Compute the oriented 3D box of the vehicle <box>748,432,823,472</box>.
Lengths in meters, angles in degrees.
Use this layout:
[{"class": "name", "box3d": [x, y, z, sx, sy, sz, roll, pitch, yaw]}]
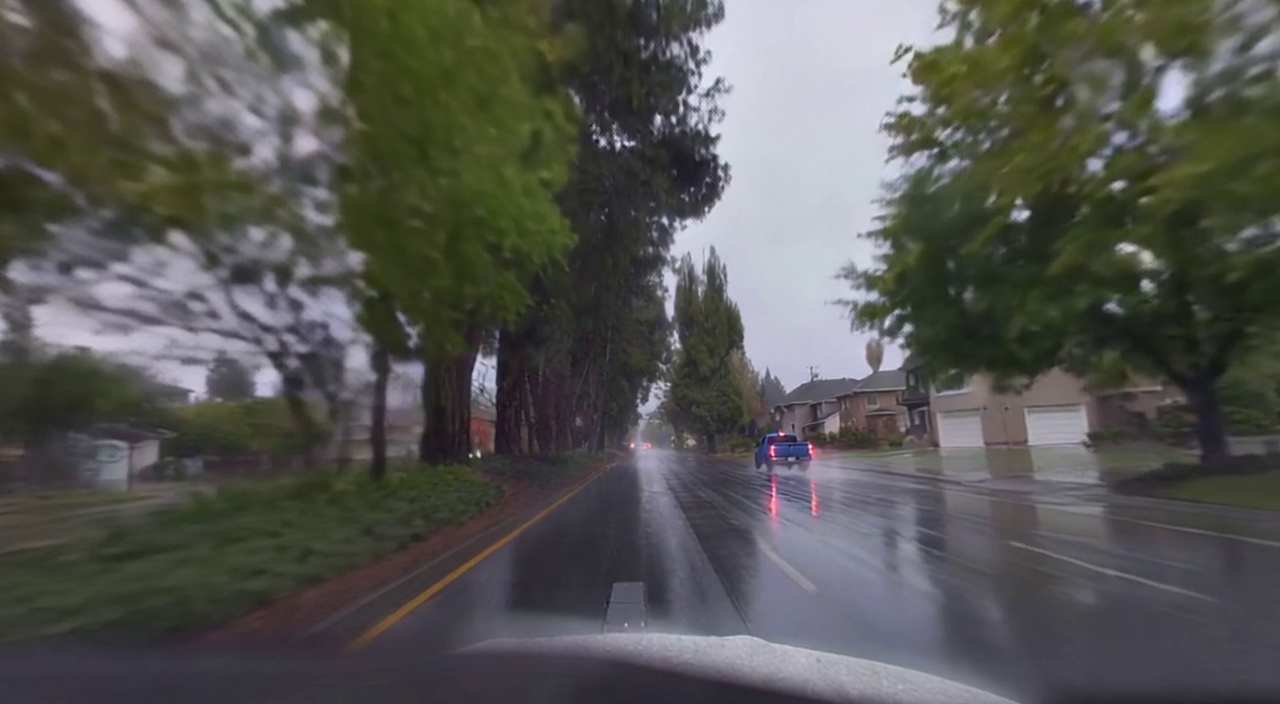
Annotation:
[{"class": "vehicle", "box3d": [6.869, 4.790, 30.418, 2.262, 1.769, 5.666, 0, -8, 0]}]
